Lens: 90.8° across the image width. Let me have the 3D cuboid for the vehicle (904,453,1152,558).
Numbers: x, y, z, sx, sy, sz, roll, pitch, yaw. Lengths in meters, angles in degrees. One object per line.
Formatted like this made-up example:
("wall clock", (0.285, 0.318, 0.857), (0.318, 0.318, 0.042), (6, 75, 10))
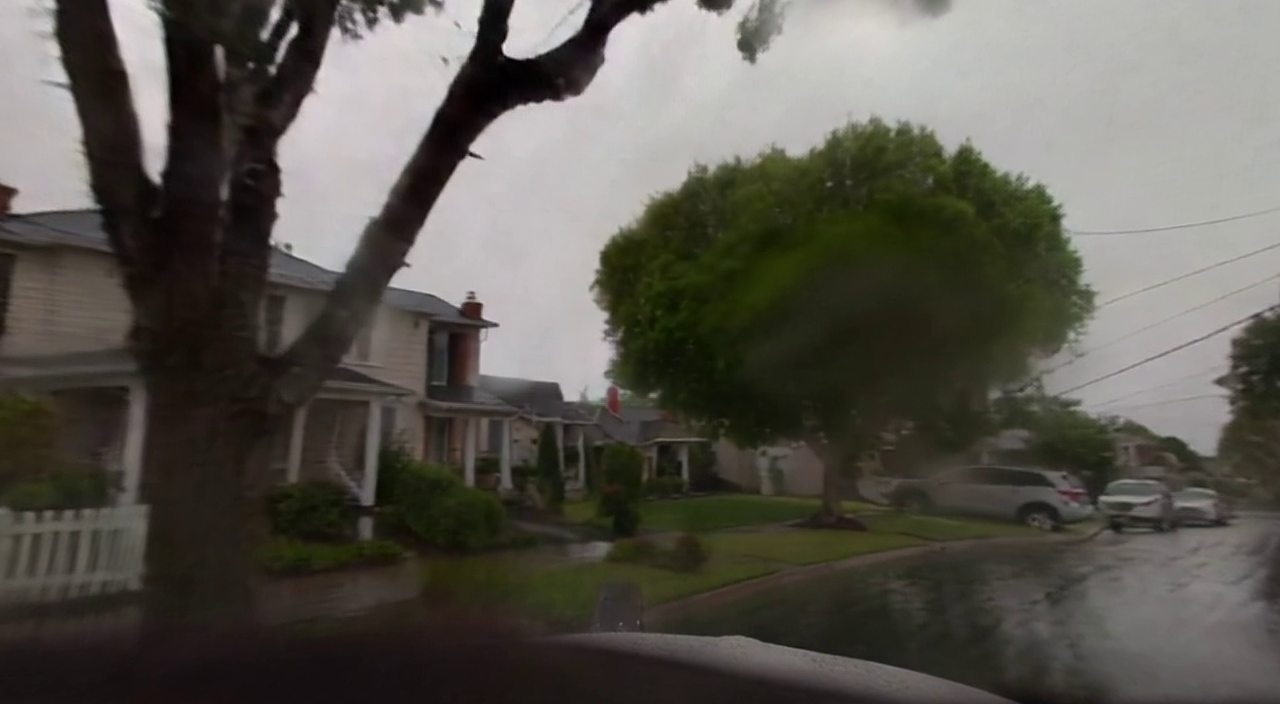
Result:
("vehicle", (9.148, 3.461, 15.116), (2.471, 1.595, 4.537), (8, -6, -43))

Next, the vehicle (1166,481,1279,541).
("vehicle", (21.268, 5.685, 22.976), (4.924, 1.717, 2.334), (7, -14, -41))

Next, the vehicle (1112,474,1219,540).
("vehicle", (16.533, 4.717, 19.775), (2.081, 1.589, 4.691), (-8, -12, 43))
